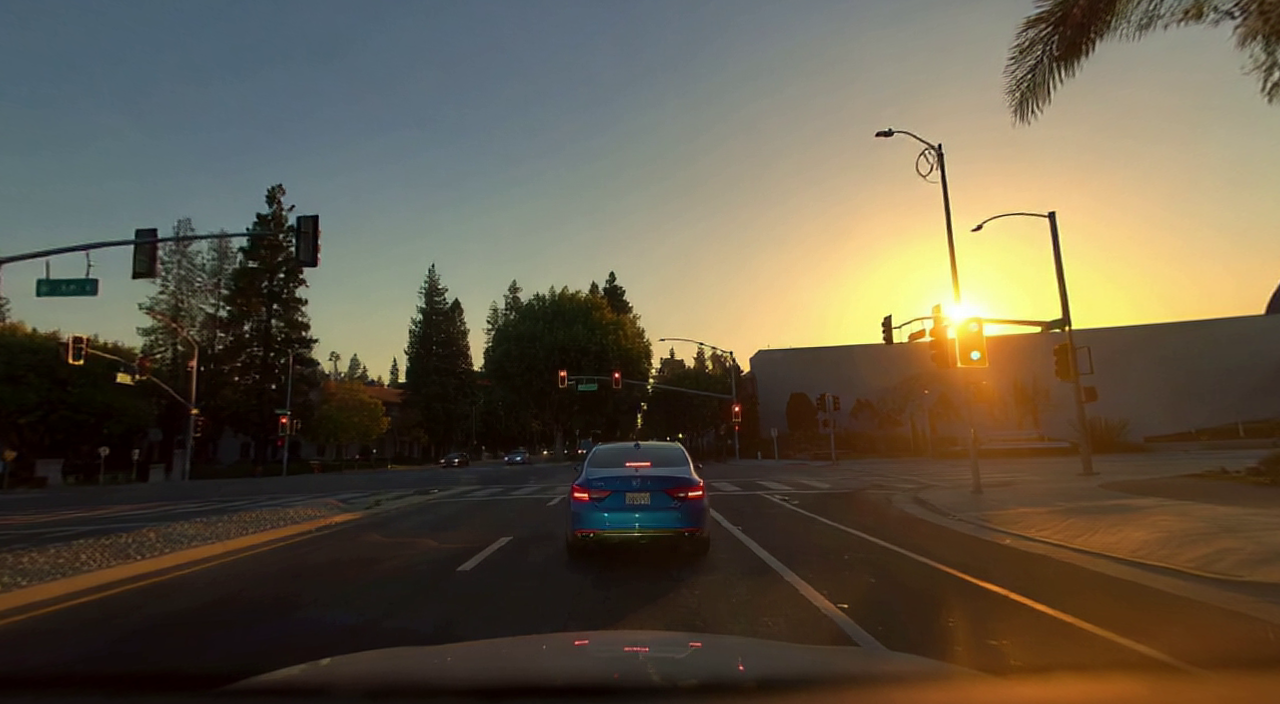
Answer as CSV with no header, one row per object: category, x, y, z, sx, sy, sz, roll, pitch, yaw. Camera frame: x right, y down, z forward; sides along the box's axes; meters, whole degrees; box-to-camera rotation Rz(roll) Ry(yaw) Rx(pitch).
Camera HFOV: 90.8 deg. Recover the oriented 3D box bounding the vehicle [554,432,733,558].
vehicle,0.009,1.996,9.531,2.107,1.470,3.974,0,-9,-1
